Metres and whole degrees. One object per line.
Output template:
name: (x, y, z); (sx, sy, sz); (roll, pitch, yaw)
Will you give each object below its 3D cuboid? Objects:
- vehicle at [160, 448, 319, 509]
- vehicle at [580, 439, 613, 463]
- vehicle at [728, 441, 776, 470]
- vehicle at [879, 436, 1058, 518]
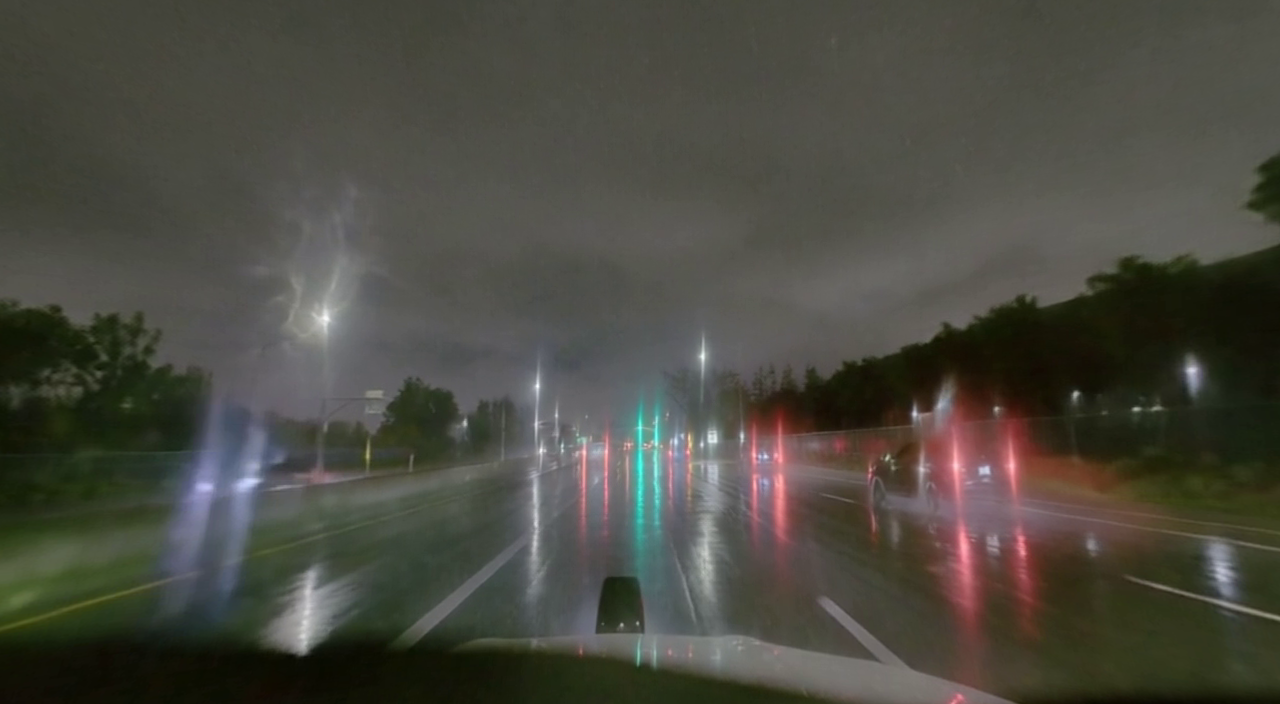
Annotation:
vehicle: (-11.510, 3.618, 18.553); (1.973, 1.536, 3.872); (0, -8, 3)
vehicle: (-3.342, 7.724, 49.437); (2.230, 1.827, 4.406); (0, -8, 0)
vehicle: (6.542, 6.080, 37.399); (1.987, 1.597, 4.463); (0, -8, -1)
vehicle: (6.844, 2.605, 13.697); (1.838, 1.518, 3.713); (0, -8, -1)
